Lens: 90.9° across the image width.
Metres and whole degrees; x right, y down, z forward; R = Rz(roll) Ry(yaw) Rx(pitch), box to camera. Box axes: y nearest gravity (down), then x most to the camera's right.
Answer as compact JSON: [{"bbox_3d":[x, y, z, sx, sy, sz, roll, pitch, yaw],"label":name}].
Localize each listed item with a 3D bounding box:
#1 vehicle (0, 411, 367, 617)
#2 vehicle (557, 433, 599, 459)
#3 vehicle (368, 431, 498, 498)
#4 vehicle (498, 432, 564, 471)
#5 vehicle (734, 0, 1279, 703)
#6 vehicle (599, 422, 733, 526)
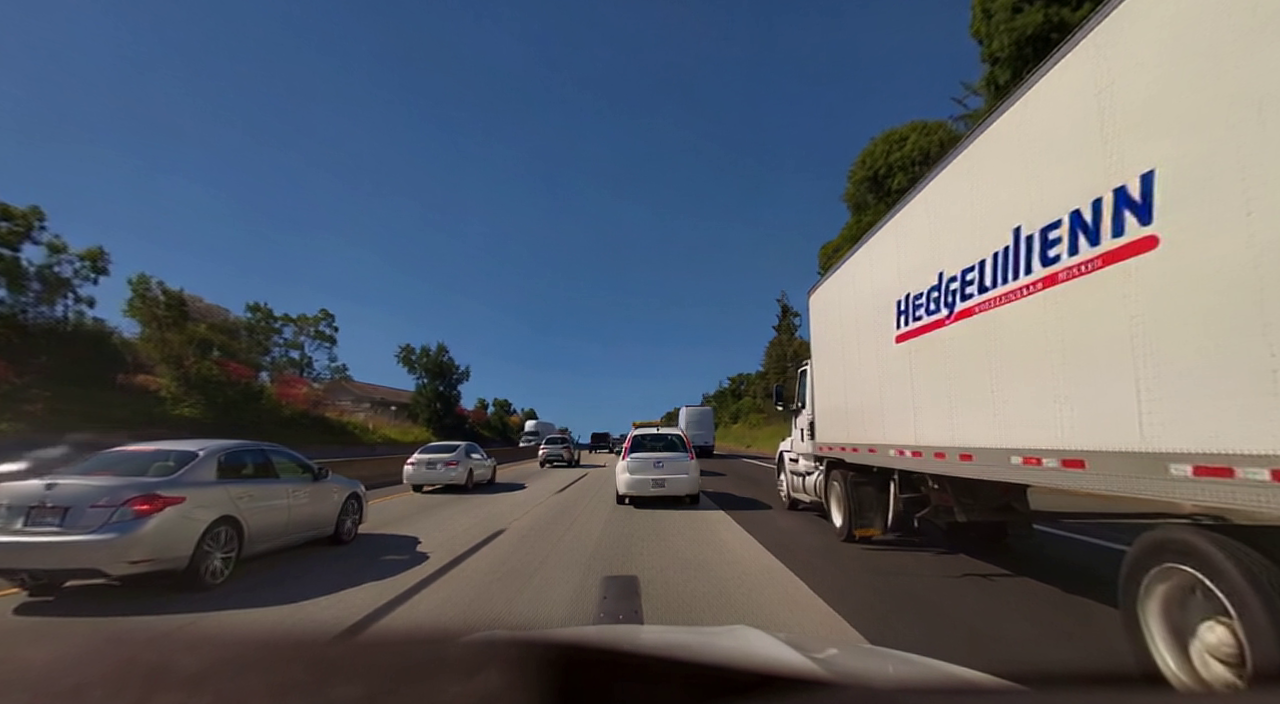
[{"bbox_3d":[-4.583,1.455,6.572,1.821,1.514,3.677,0,-8,0],"label":"vehicle"},{"bbox_3d":[-3.795,5.815,39.211,2.005,1.475,4.466,0,-8,2],"label":"vehicle"},{"bbox_3d":[-5.025,2.747,15.940,1.880,1.458,3.978,0,-8,1],"label":"vehicle"},{"bbox_3d":[-4.509,4.155,26.731,1.887,1.493,4.411,0,-8,1],"label":"vehicle"},{"bbox_3d":[4.034,0.604,9.898,2.817,3.989,14.321,0,-8,-1],"label":"vehicle"},{"bbox_3d":[0.351,2.040,11.111,1.973,1.505,3.568,0,-8,-1],"label":"vehicle"}]
